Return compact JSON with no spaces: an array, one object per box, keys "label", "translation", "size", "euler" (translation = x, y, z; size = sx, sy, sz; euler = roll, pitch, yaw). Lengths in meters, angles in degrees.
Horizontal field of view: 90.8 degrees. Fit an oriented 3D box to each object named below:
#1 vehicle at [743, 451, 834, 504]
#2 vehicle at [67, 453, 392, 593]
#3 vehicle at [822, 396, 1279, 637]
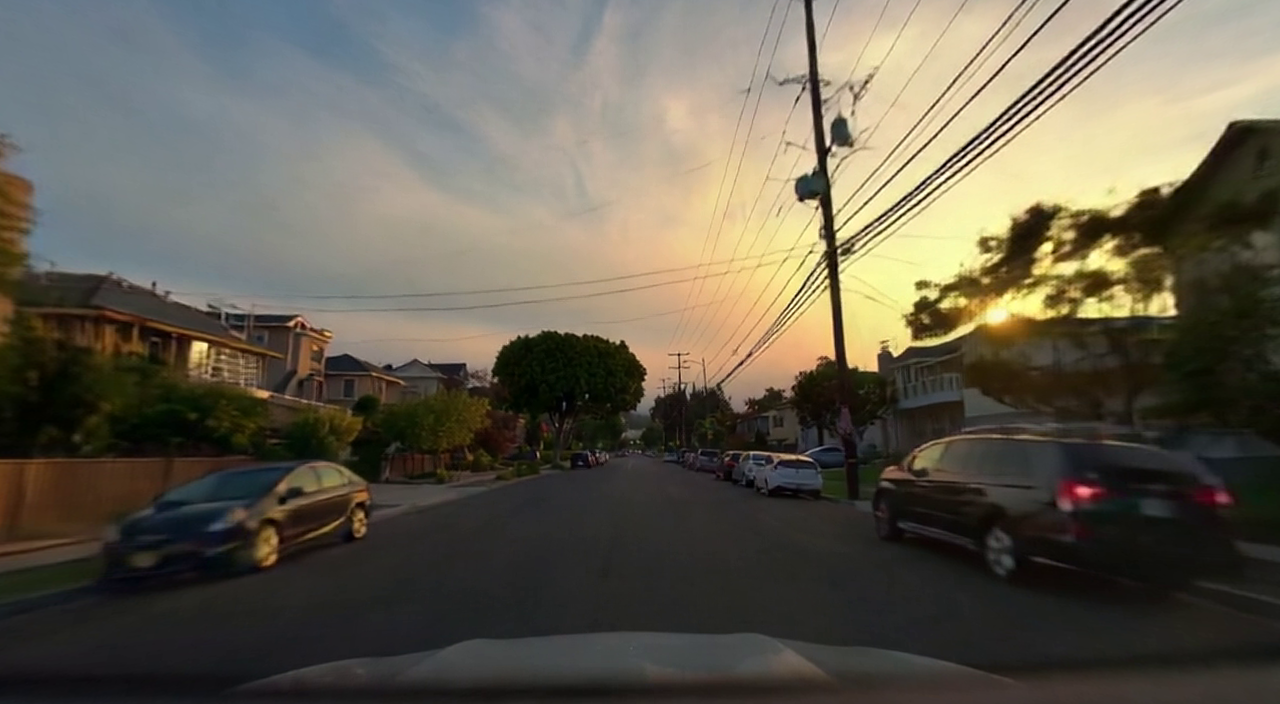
[{"label":"vehicle","translation":[4.662,3.976,20.512],"size":[1.859,1.469,4.550],"euler":[0,-9,0]},{"label":"vehicle","translation":[-5.421,2.256,9.213],"size":[1.856,1.499,4.216],"euler":[0,-9,1]},{"label":"vehicle","translation":[4.542,1.766,8.142],"size":[2.462,1.894,6.076],"euler":[0,-9,-1]}]
